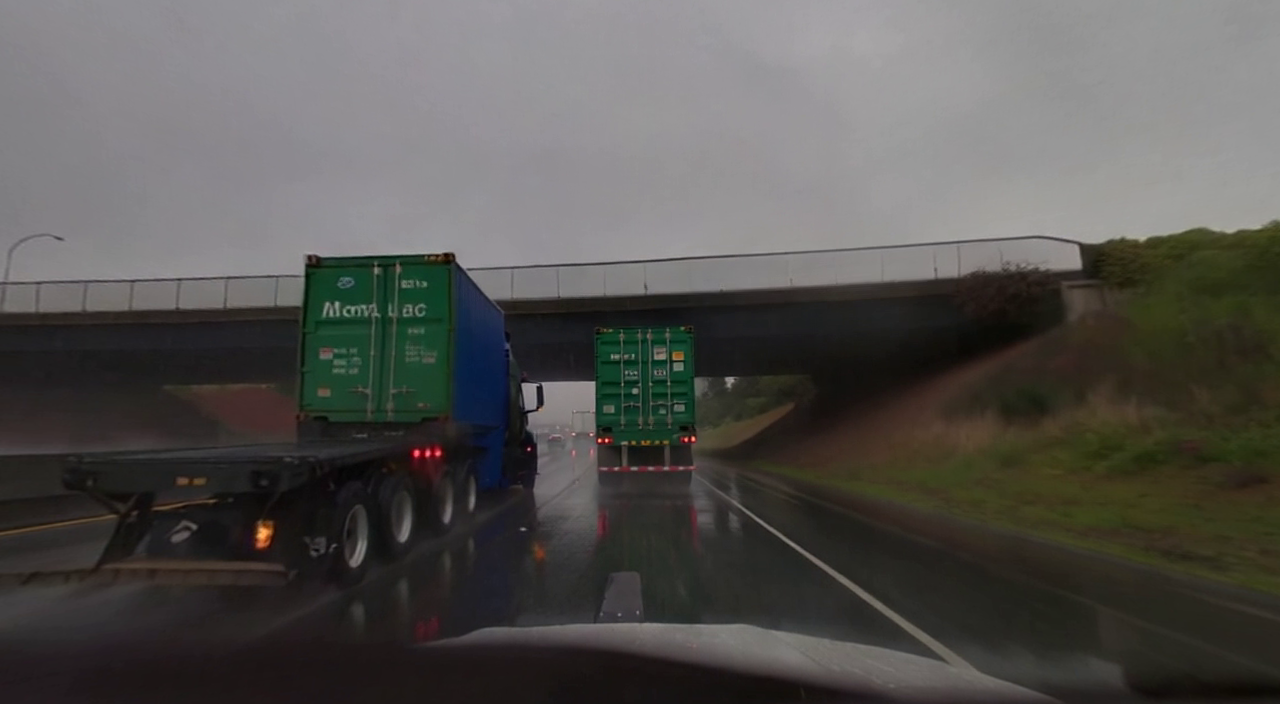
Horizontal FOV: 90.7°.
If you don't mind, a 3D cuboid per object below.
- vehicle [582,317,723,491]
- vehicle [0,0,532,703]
[{"bbox_3d":[0.266,1.767,19.076,3.357,4.212,7.519,0,-8,0],"label":"vehicle"},{"bbox_3d":[-3.665,0.019,5.711,2.873,4.198,13.317,-1,-8,1],"label":"vehicle"}]
